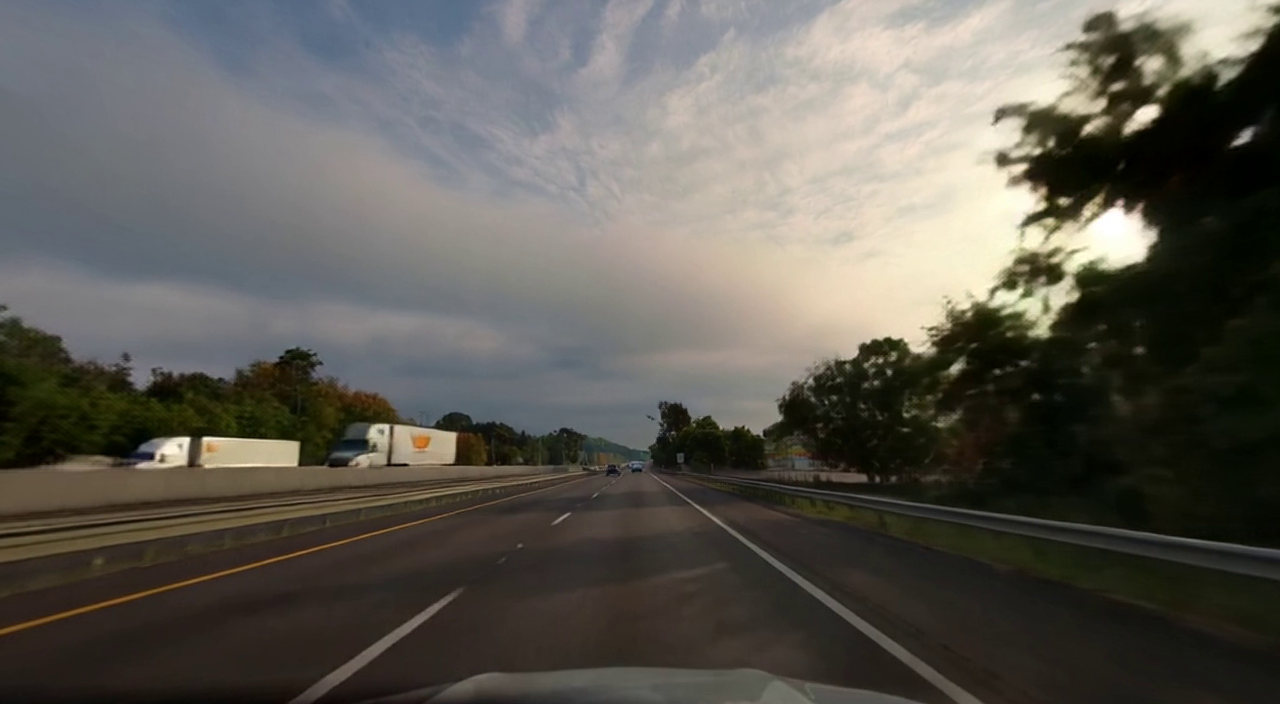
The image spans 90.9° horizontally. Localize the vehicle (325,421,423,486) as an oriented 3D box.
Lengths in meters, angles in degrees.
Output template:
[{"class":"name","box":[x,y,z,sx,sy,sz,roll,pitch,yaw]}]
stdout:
[{"class":"vehicle","box":[-17.447,6.817,41.944,3.667,3.902,6.030,1,-11,0]}]
